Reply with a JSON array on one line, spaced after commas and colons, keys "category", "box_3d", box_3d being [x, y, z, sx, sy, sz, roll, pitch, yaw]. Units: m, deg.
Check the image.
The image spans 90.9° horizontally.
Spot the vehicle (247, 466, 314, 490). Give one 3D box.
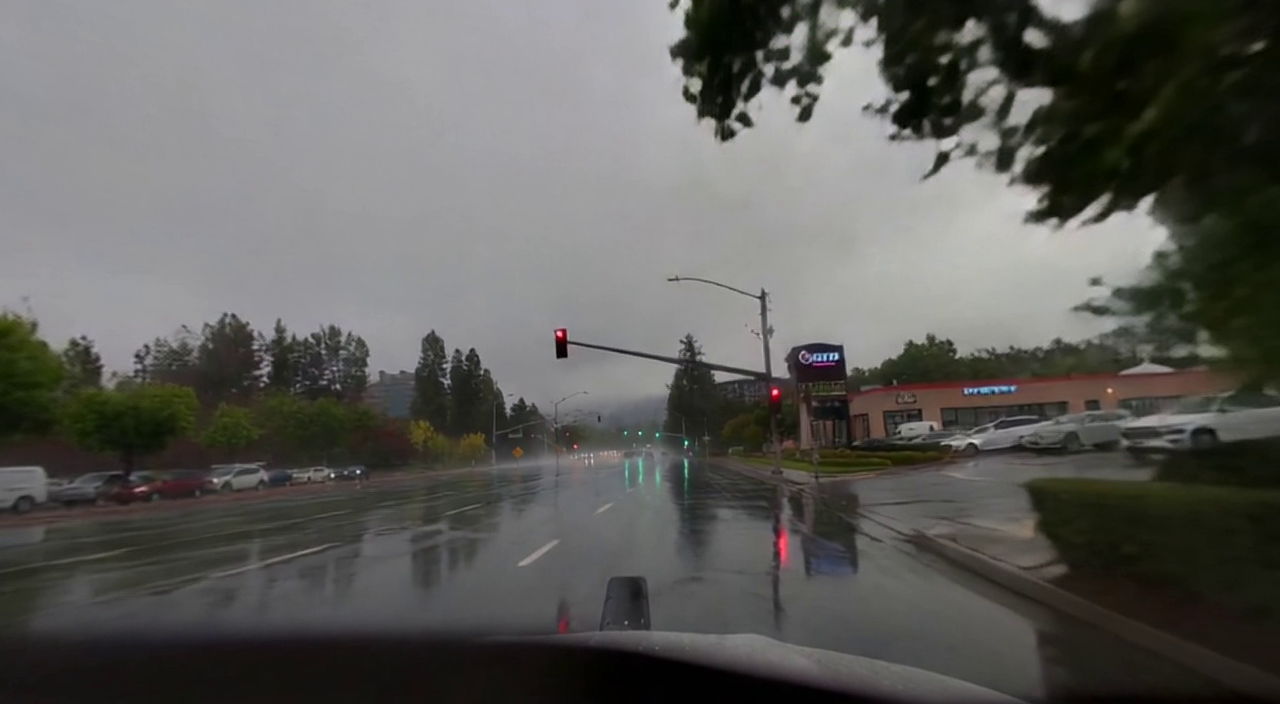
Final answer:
[{"category": "vehicle", "box_3d": [-24.471, 8.580, 43.062, 1.827, 1.370, 4.191, -1, -8, 6]}]

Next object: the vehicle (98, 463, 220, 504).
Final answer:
[{"category": "vehicle", "box_3d": [-22.585, 6.162, 29.872, 1.918, 1.503, 4.632, -6, -10, 4]}]
